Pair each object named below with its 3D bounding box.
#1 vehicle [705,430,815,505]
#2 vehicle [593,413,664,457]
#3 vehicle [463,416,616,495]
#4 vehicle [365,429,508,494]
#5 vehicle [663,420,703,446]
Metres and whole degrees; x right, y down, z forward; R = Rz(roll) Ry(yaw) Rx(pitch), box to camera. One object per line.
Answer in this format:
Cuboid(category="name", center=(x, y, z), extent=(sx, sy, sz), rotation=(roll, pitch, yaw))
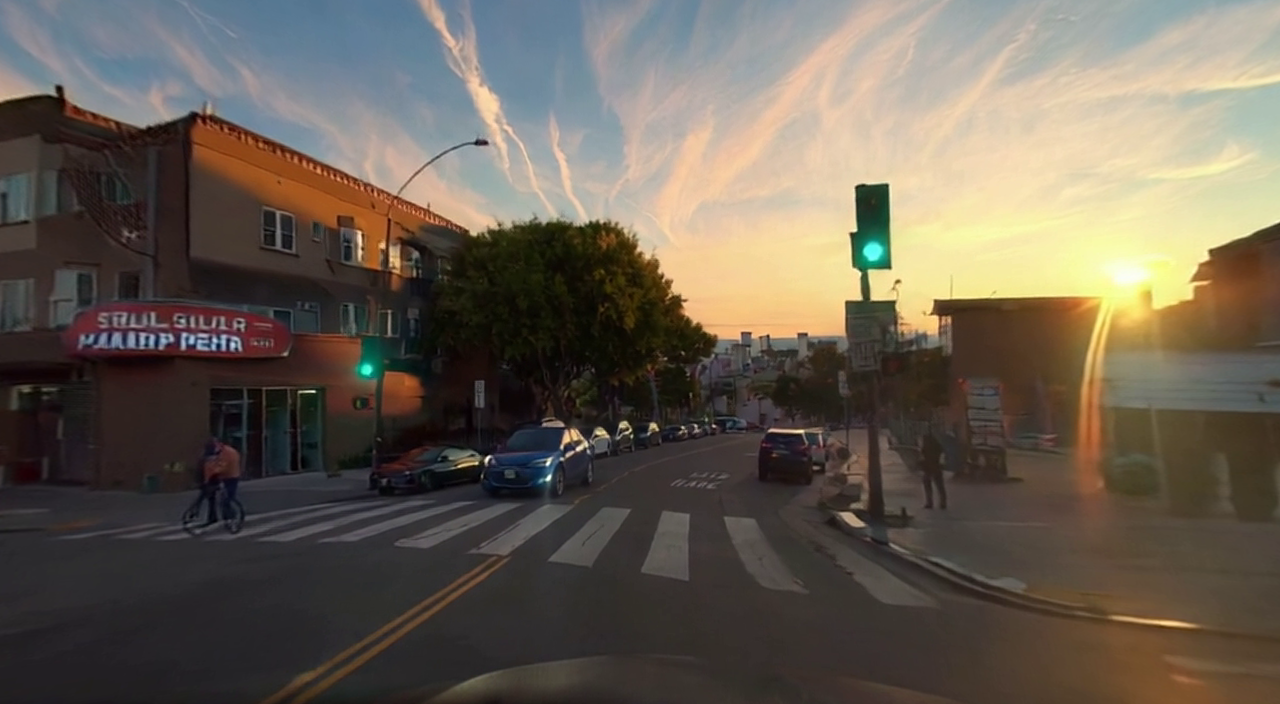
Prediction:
Cuboid(category="vehicle", center=(2.980, 2.615, 14.883), extent=(1.892, 1.481, 4.365), rotation=(-3, -8, 19))
Cuboid(category="vehicle", center=(-0.540, 4.651, 36.087), extent=(2.260, 2.136, 5.669), rotation=(-6, -6, 16))
Cuboid(category="vehicle", center=(-2.384, 2.639, 16.529), extent=(2.181, 1.723, 4.692), rotation=(-2, -8, 15))
Cuboid(category="vehicle", center=(-6.057, 3.272, 19.376), extent=(1.933, 1.461, 4.393), rotation=(-7, -6, 17))
Cuboid(category="vehicle", center=(3.387, 6.218, 48.977), extent=(1.948, 1.693, 4.325), rotation=(-6, -6, 18))
